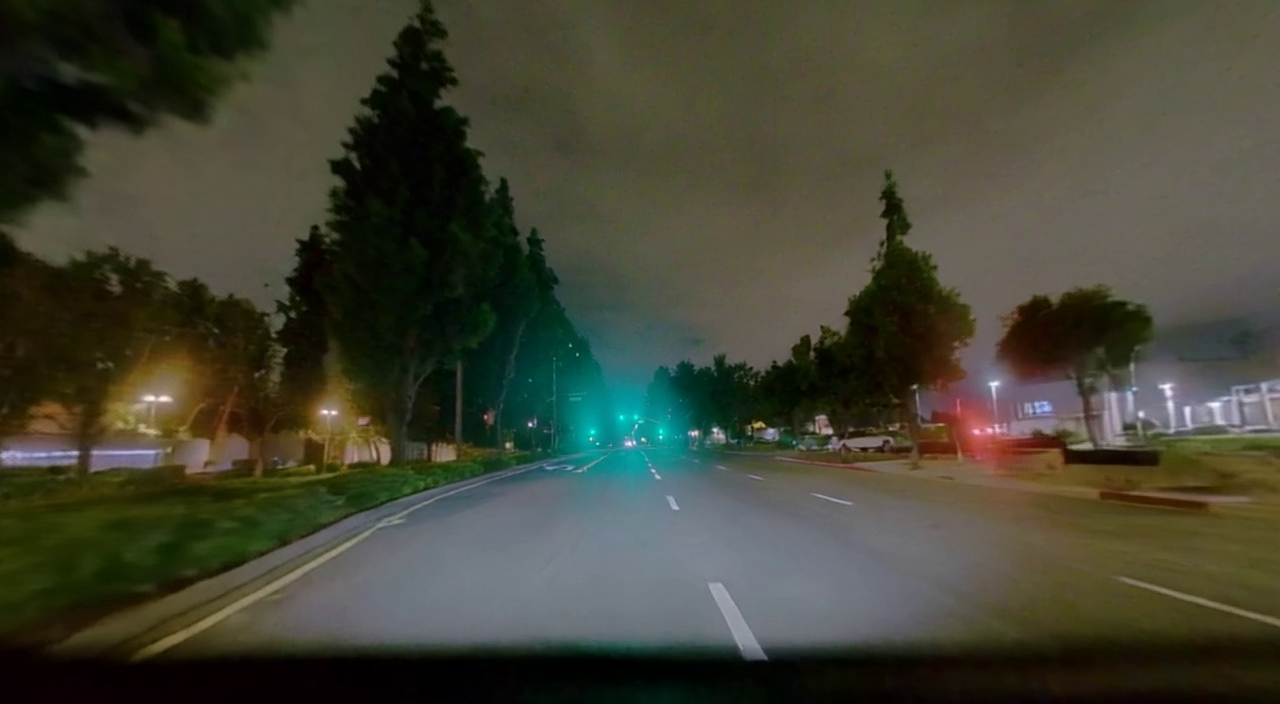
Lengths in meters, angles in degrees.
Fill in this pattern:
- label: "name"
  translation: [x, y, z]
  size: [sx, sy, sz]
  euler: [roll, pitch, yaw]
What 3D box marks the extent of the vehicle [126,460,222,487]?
- label: "vehicle"
  translation: [-31.594, 8.227, 42.917]
  size: [4.885, 1.727, 2.080]
  euler: [-1, -9, 1]
